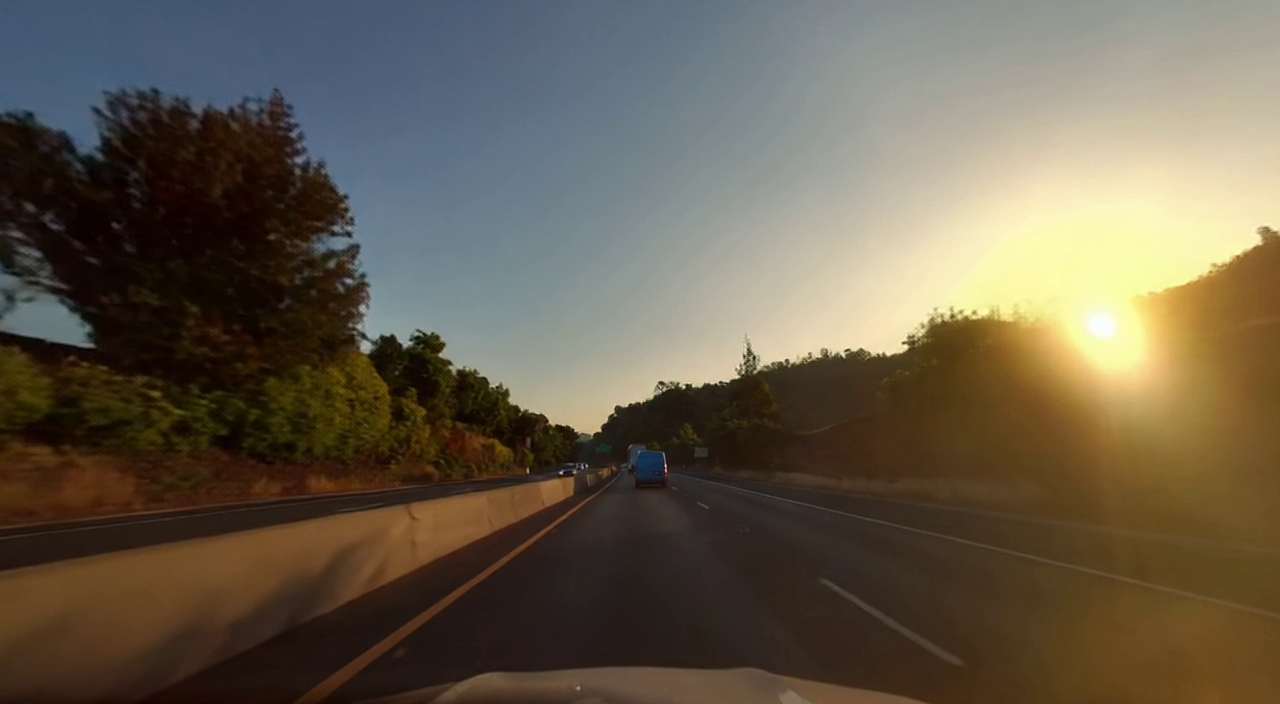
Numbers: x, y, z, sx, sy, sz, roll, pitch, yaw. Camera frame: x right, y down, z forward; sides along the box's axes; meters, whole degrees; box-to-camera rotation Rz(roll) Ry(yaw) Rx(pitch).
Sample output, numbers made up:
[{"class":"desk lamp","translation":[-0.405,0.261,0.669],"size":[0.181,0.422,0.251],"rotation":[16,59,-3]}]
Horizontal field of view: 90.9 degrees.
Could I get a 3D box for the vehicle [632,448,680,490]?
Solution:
[{"class":"vehicle","translation":[0.819,6.565,35.383],"size":[2.429,2.167,4.558],"rotation":[1,-11,-2]}]
